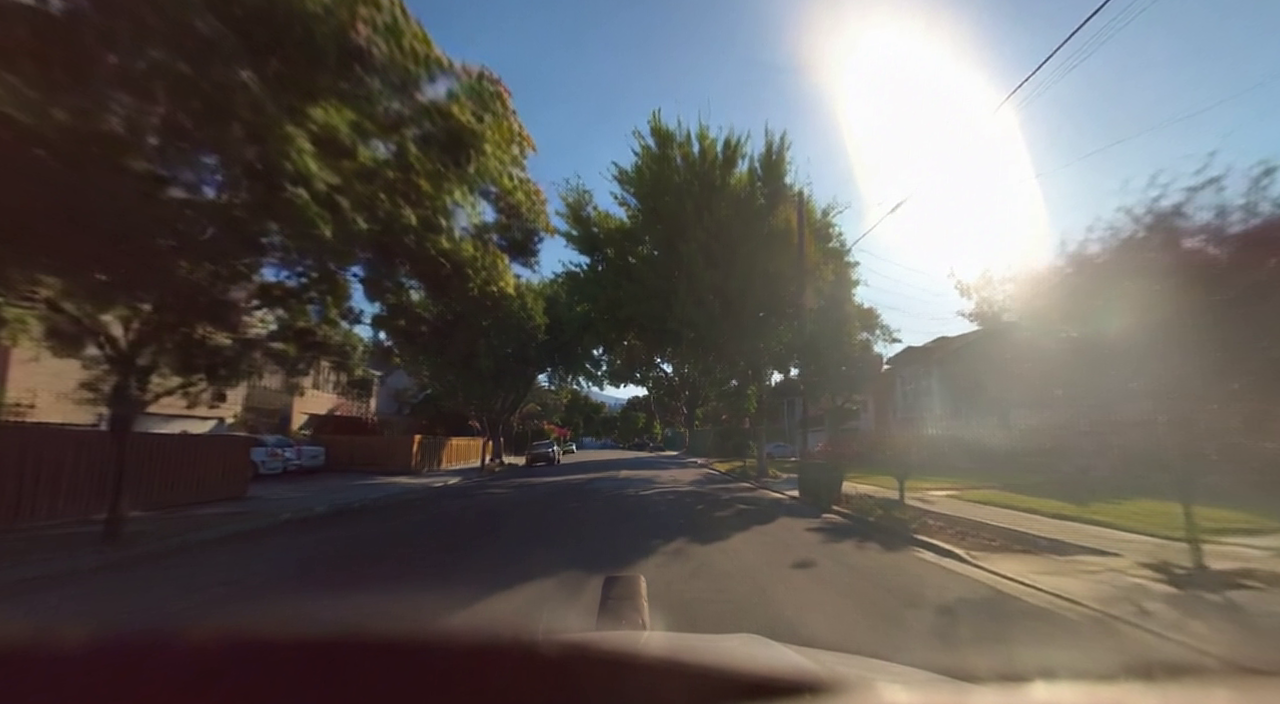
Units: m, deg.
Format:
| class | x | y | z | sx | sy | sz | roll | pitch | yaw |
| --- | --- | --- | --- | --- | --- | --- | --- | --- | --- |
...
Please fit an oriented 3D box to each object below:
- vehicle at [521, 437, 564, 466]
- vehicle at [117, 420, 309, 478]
| class | x | y | z | sx | sy | sz | roll | pitch | yaw |
| --- | --- | --- | --- | --- | --- | --- | --- | --- | --- |
| vehicle | -6.133 | 6.308 | 39.947 | 1.998 | 1.742 | 4.210 | 0 | -8 | 1 |
| vehicle | -14.478 | 3.333 | 21.585 | 4.928 | 1.844 | 2.163 | 1 | -8 | -3 |
